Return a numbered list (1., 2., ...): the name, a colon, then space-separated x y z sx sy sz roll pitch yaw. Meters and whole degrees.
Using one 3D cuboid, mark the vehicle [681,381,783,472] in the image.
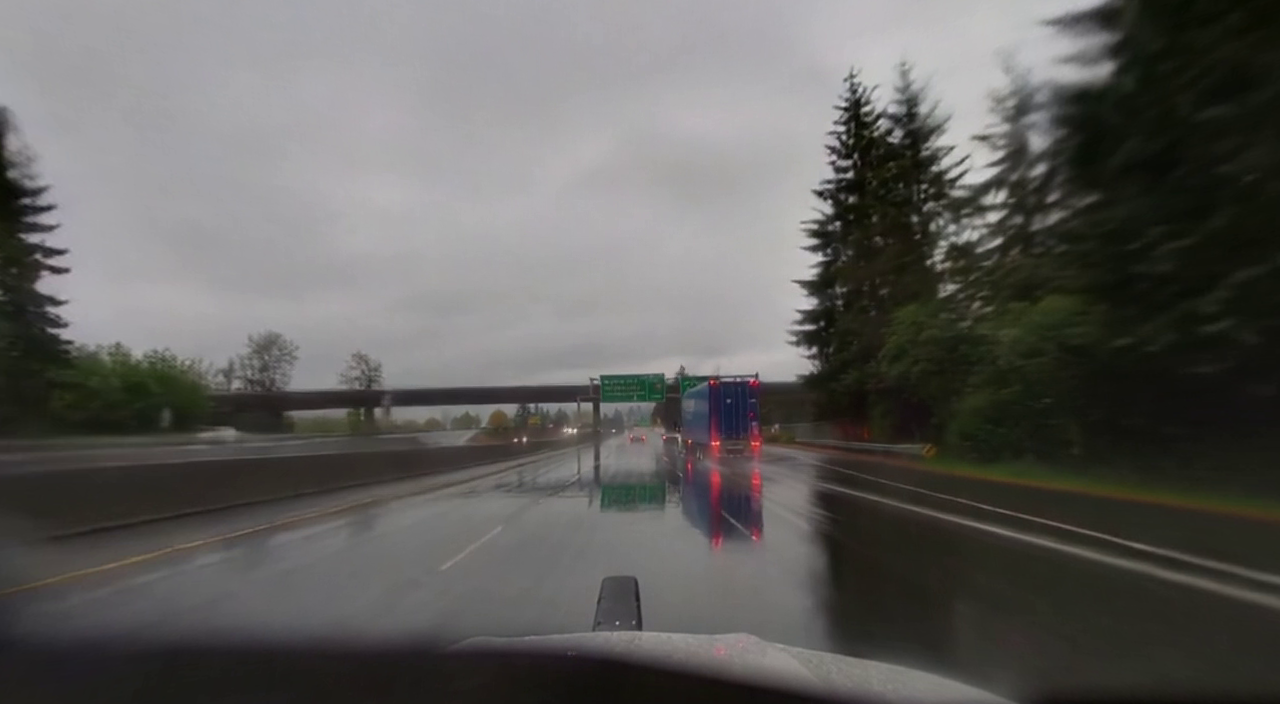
1. vehicle: 3.799 3.525 29.154 2.849 3.391 11.018 0 -8 -1
